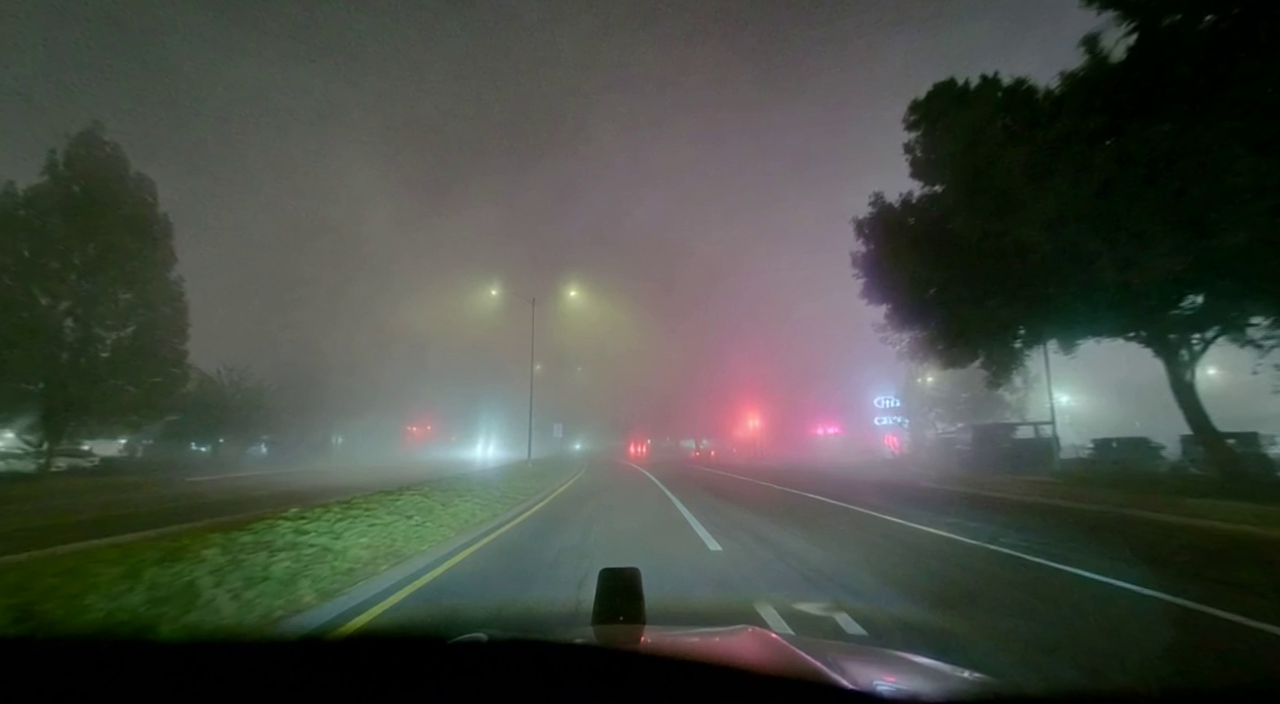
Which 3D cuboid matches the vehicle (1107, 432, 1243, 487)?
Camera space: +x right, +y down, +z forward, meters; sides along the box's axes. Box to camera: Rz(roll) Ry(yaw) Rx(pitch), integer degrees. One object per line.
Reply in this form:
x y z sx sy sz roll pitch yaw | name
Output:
22.730 4.568 27.312 2.620 2.036 6.631 -4 -9 24 | vehicle

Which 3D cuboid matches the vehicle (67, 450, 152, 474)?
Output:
-31.740 6.581 37.844 3.380 1.366 1.777 1 -9 -5 | vehicle

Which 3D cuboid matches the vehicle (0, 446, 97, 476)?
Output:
-30.737 5.543 32.237 4.087 1.473 1.925 0 -8 -4 | vehicle

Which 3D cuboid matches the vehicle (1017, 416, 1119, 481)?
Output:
18.433 4.230 27.075 6.051 2.447 2.293 11 -14 -44 | vehicle

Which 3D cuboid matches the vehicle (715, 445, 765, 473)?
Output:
5.610 6.068 35.972 1.876 1.474 4.126 0 -8 -4 | vehicle

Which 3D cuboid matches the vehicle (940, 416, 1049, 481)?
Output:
16.384 4.406 29.014 6.233 2.676 2.430 8 -11 -43 | vehicle
